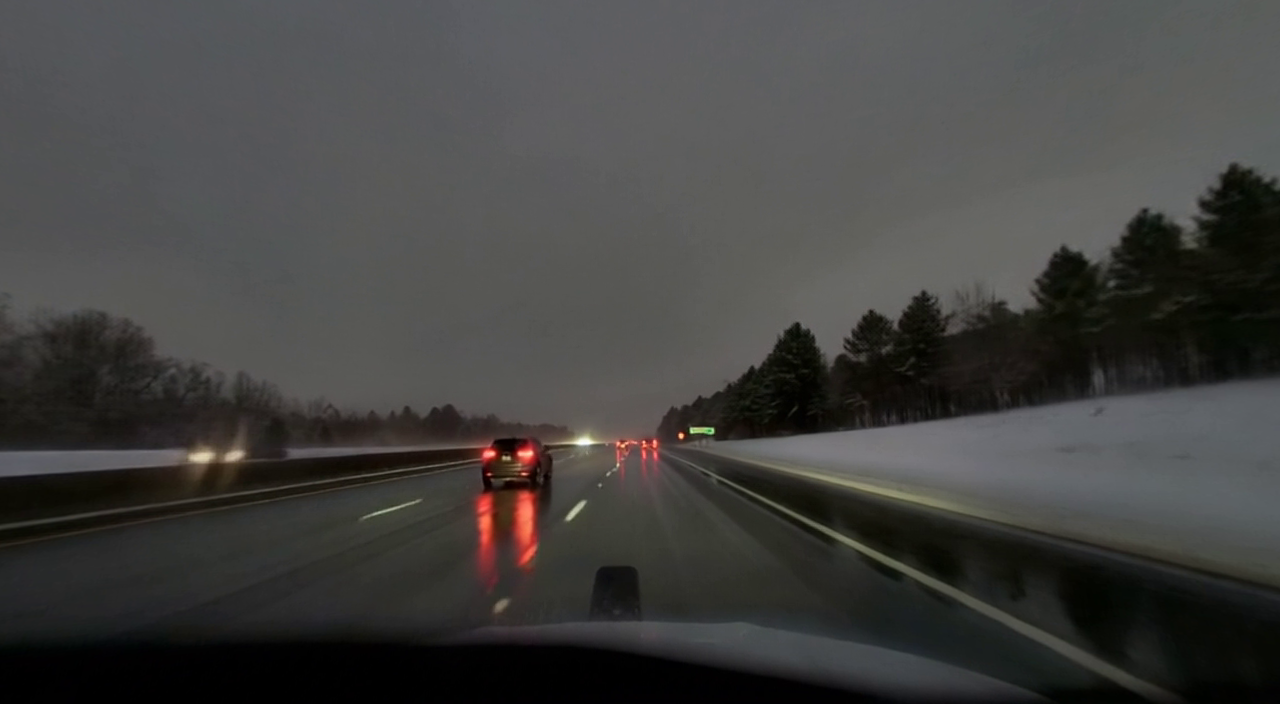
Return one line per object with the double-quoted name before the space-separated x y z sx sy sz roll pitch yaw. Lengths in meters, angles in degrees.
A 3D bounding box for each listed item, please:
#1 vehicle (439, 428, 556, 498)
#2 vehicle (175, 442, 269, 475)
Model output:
"vehicle" -3.557 2.845 16.607 2.039 1.589 4.324 0 -8 0
"vehicle" -21.962 5.589 33.247 1.984 1.589 4.220 0 -8 1
